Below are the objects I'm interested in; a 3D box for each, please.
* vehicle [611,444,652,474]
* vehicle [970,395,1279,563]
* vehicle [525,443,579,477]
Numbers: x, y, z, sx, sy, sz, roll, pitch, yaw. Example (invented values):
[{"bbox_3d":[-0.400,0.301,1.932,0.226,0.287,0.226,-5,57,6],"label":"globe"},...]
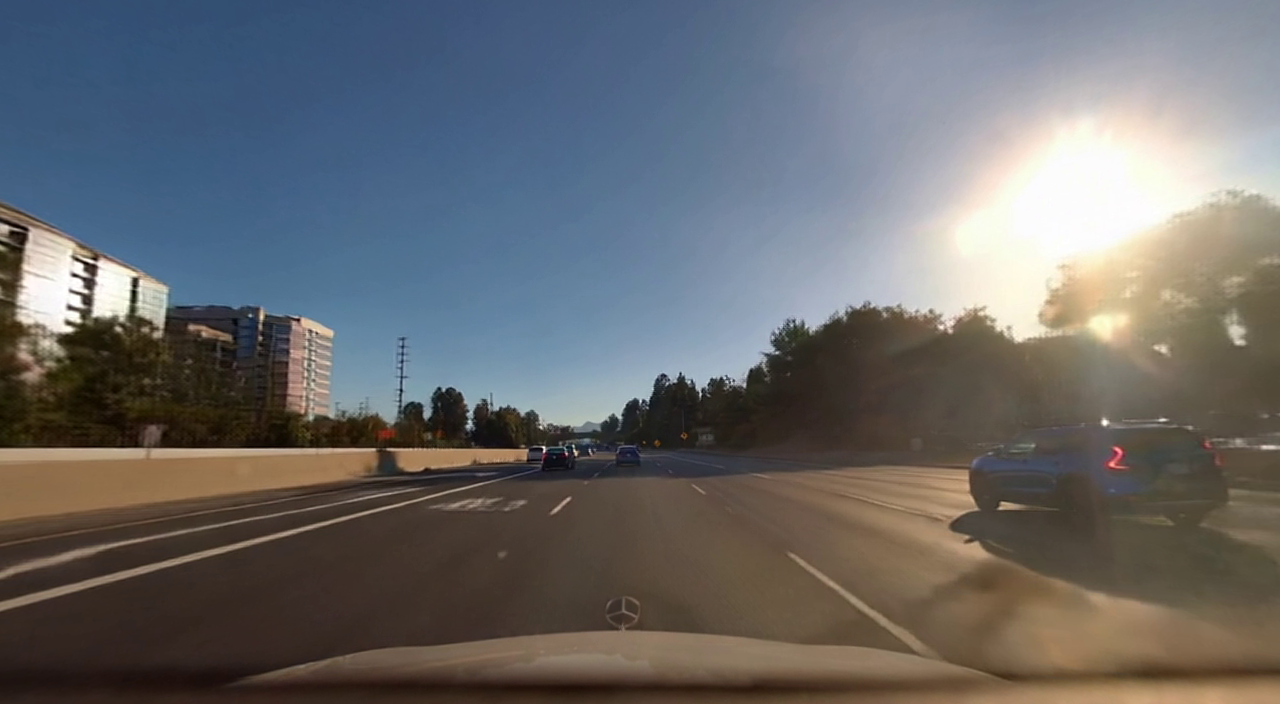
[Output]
[{"bbox_3d":[-0.470,5.543,32.974,1.997,1.485,4.094,0,-9,-2],"label":"vehicle"},{"bbox_3d":[7.207,1.728,9.278,2.028,1.801,4.741,0,-9,-1],"label":"vehicle"},{"bbox_3d":[-4.072,5.070,29.975,1.886,1.465,4.625,0,-8,0],"label":"vehicle"}]
